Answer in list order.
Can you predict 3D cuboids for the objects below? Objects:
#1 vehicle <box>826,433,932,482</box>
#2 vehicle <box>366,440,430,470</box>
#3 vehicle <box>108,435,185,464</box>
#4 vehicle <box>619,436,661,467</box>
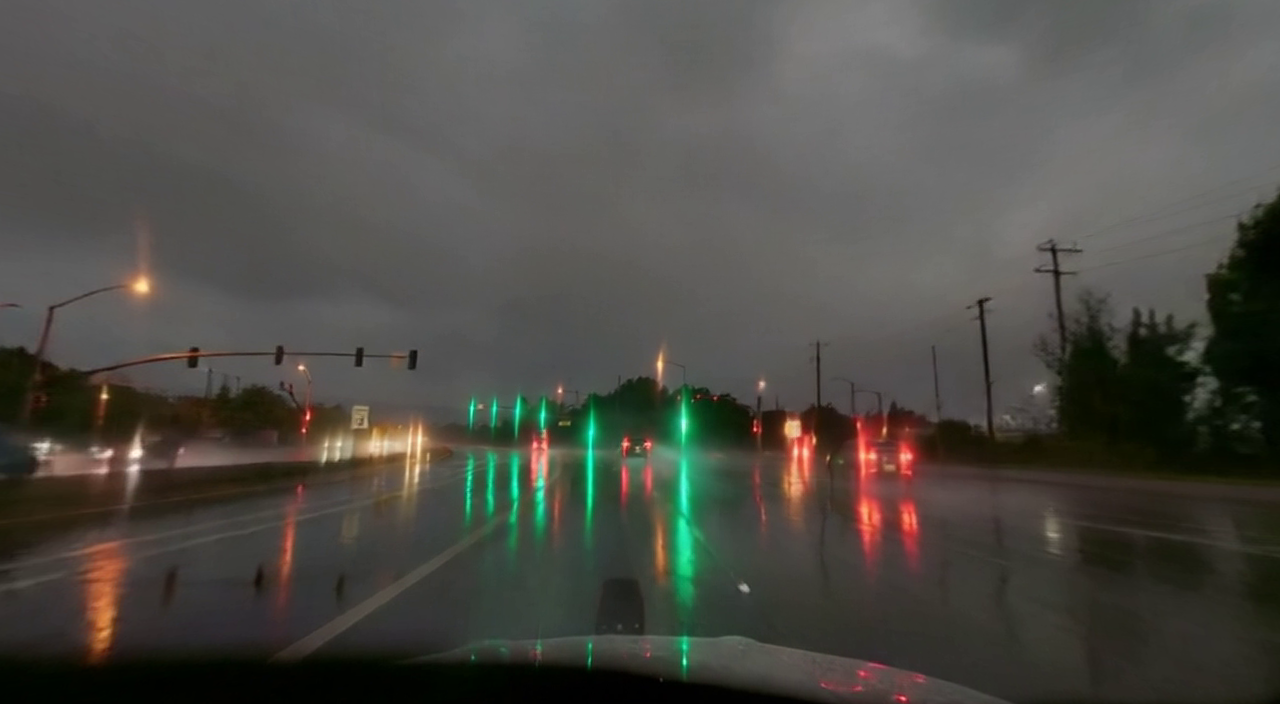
[{"bbox_3d":[9.383,4.164,25.310,2.130,1.741,4.665,0,-8,-4],"label":"vehicle"},{"bbox_3d":[-14.159,6.012,37.236,2.399,1.624,4.585,1,-8,-6],"label":"vehicle"},{"bbox_3d":[-31.197,6.158,40.089,1.851,1.700,4.087,1,-9,-7],"label":"vehicle"},{"bbox_3d":[-0.047,6.069,38.665,2.024,1.724,3.928,1,-9,-8],"label":"vehicle"}]
